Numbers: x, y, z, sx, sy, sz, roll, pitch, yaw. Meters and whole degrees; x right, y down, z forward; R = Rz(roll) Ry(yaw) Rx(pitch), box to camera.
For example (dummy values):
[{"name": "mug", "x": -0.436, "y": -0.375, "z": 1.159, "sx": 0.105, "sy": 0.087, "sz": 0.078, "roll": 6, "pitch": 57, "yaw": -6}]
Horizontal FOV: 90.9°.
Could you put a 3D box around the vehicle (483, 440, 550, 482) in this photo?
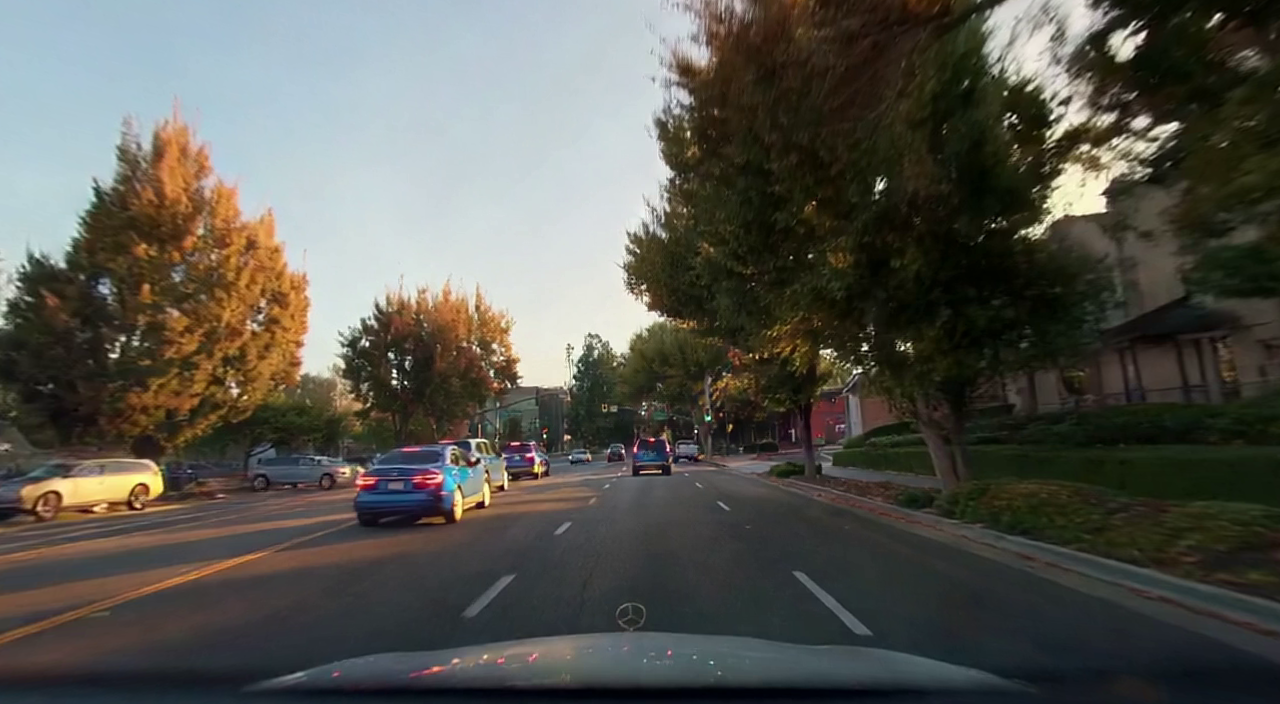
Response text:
[{"name": "vehicle", "x": -5.330, "y": 4.770, "z": 27.921, "sx": 2.052, "sy": 1.664, "sz": 4.476, "roll": 0, "pitch": -9, "yaw": 0}]

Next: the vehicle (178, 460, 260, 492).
[{"name": "vehicle", "x": -21.392, "y": 6.295, "z": 32.187, "sx": 1.632, "sy": 1.435, "sz": 3.580, "roll": 0, "pitch": -8, "yaw": 0}]

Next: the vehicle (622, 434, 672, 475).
[{"name": "vehicle", "x": 0.348, "y": 4.895, "z": 30.295, "sx": 2.235, "sy": 1.778, "sz": 4.178, "roll": -1, "pitch": -9, "yaw": 1}]

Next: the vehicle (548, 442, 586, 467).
[{"name": "vehicle", "x": -5.162, "y": 7.353, "z": 45.205, "sx": 2.108, "sy": 1.689, "sz": 4.316, "roll": -1, "pitch": -9, "yaw": 1}]

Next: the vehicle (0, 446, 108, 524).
[{"name": "vehicle", "x": -18.898, "y": 3.696, "z": 17.826, "sx": 5.642, "sy": 2.016, "sz": 2.305, "roll": -1, "pitch": -9, "yaw": 3}]

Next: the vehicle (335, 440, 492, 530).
[{"name": "vehicle", "x": -4.320, "y": 2.564, "z": 12.862, "sx": 2.043, "sy": 1.464, "sz": 4.571, "roll": 1, "pitch": -9, "yaw": -7}]

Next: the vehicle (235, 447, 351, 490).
[{"name": "vehicle", "x": -17.890, "y": 6.013, "z": 32.978, "sx": 2.254, "sy": 2.005, "sz": 6.086, "roll": -1, "pitch": -9, "yaw": 4}]
